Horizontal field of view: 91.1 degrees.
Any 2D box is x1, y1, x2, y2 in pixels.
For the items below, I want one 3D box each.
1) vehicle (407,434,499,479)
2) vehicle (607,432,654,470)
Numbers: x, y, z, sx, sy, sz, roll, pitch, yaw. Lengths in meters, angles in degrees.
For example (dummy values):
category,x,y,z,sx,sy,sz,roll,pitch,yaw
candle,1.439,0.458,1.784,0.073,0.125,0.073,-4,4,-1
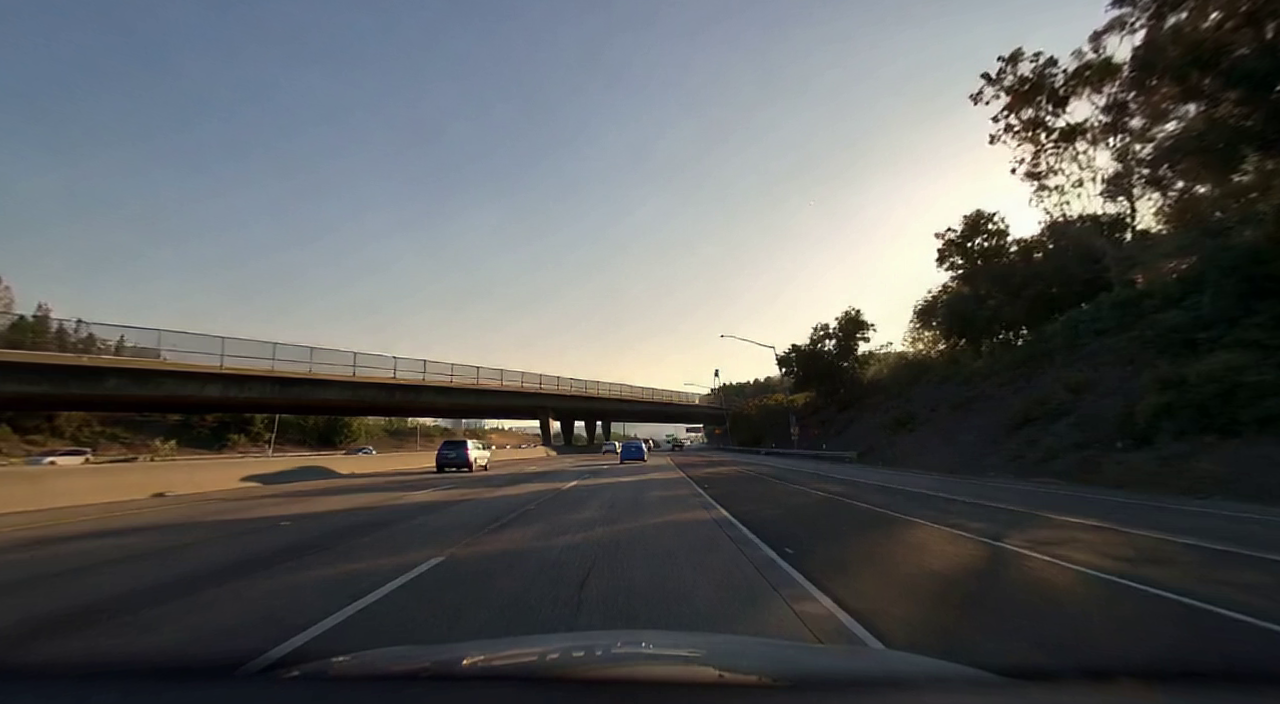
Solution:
category,x,y,z,sx,sy,sz,roll,pitch,yaw
vehicle,-6.998,3.973,24.090,1.994,1.519,4.668,0,-9,2
vehicle,-0.379,4.842,30.806,2.155,1.690,4.318,0,-9,1
